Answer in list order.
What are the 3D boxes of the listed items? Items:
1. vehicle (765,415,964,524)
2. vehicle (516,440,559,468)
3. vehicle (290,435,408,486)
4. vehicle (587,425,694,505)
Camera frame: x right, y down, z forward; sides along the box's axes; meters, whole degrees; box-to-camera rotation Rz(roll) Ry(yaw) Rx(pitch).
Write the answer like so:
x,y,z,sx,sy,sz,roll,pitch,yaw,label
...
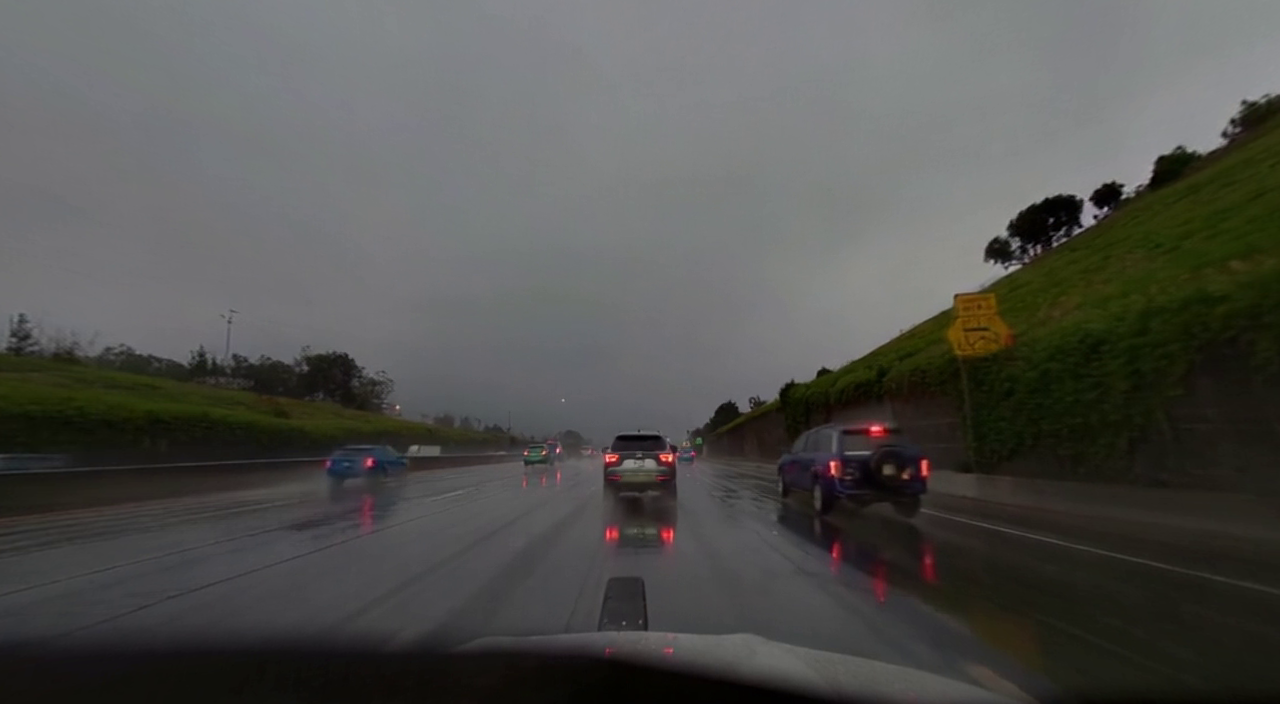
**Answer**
x,y,z,sx,sy,sz,roll,pitch,yaw,label
4.422,2.459,13.774,2.204,1.852,5.845,0,-9,0,vehicle
-6.783,6.798,42.108,2.024,1.706,4.462,0,-9,1,vehicle
-11.261,4.229,24.938,2.223,1.781,5.098,0,-9,0,vehicle
0.033,2.901,16.568,2.447,1.804,4.273,0,-9,1,vehicle
